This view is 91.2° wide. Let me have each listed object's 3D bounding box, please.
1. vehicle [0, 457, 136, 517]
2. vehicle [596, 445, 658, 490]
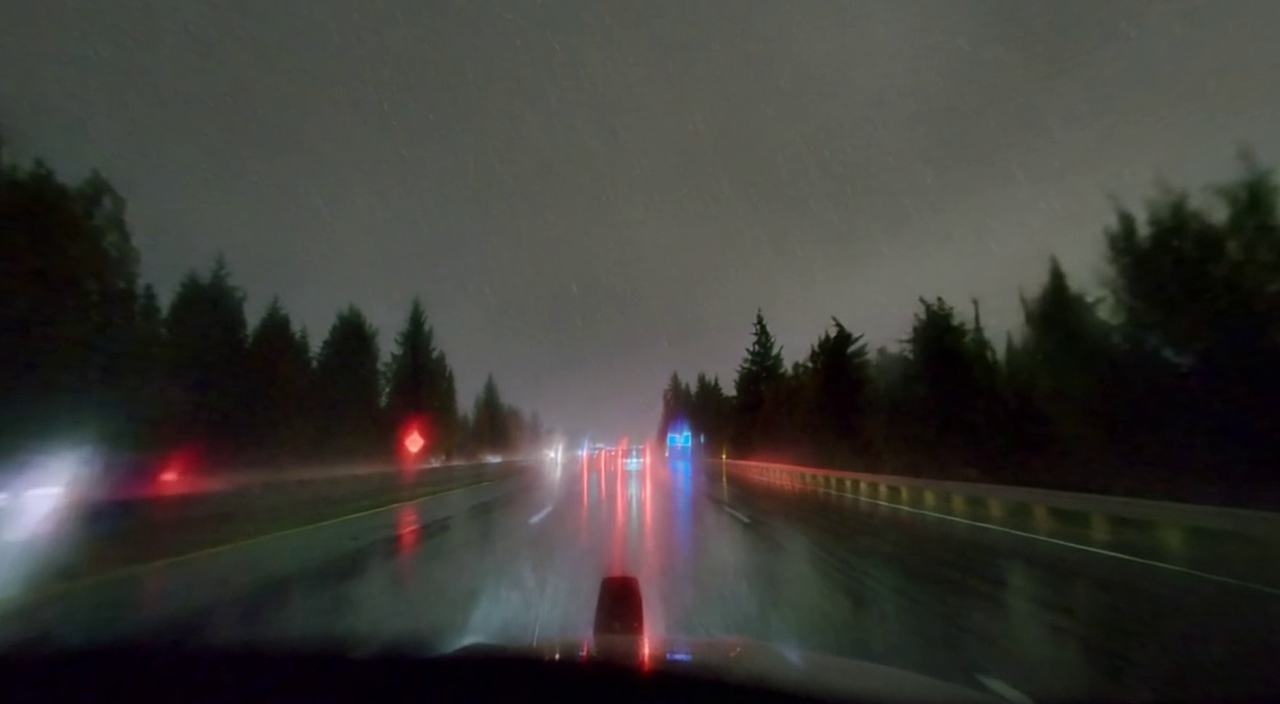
[{"bbox_3d":[-17.170,3.760,17.819,1.893,1.464,4.526,-1,-9,0],"label":"vehicle"},{"bbox_3d":[-0.461,4.204,23.140,2.066,1.490,3.759,-1,-9,-1],"label":"vehicle"}]
